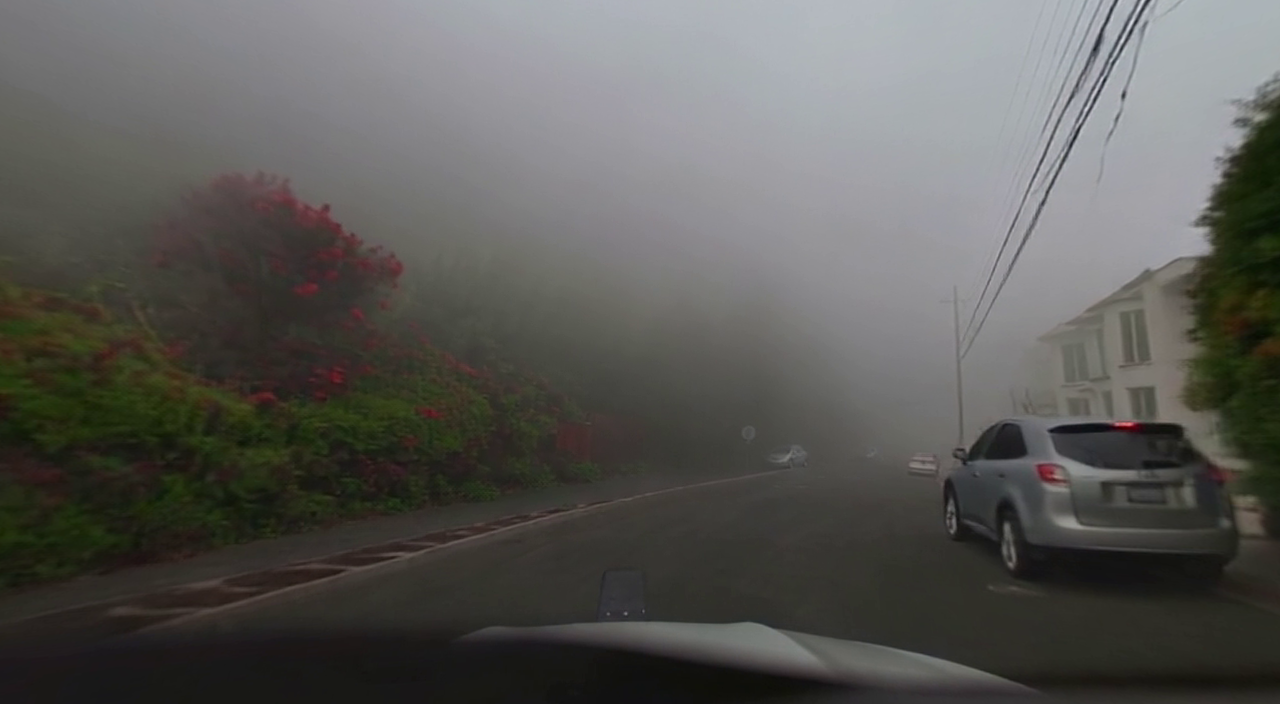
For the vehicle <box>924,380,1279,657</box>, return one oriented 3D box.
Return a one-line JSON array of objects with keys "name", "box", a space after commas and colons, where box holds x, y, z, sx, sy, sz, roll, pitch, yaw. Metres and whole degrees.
[{"name": "vehicle", "box": [4.974, 1.570, 7.182, 2.311, 1.909, 5.570, -2, -9, 16]}]
